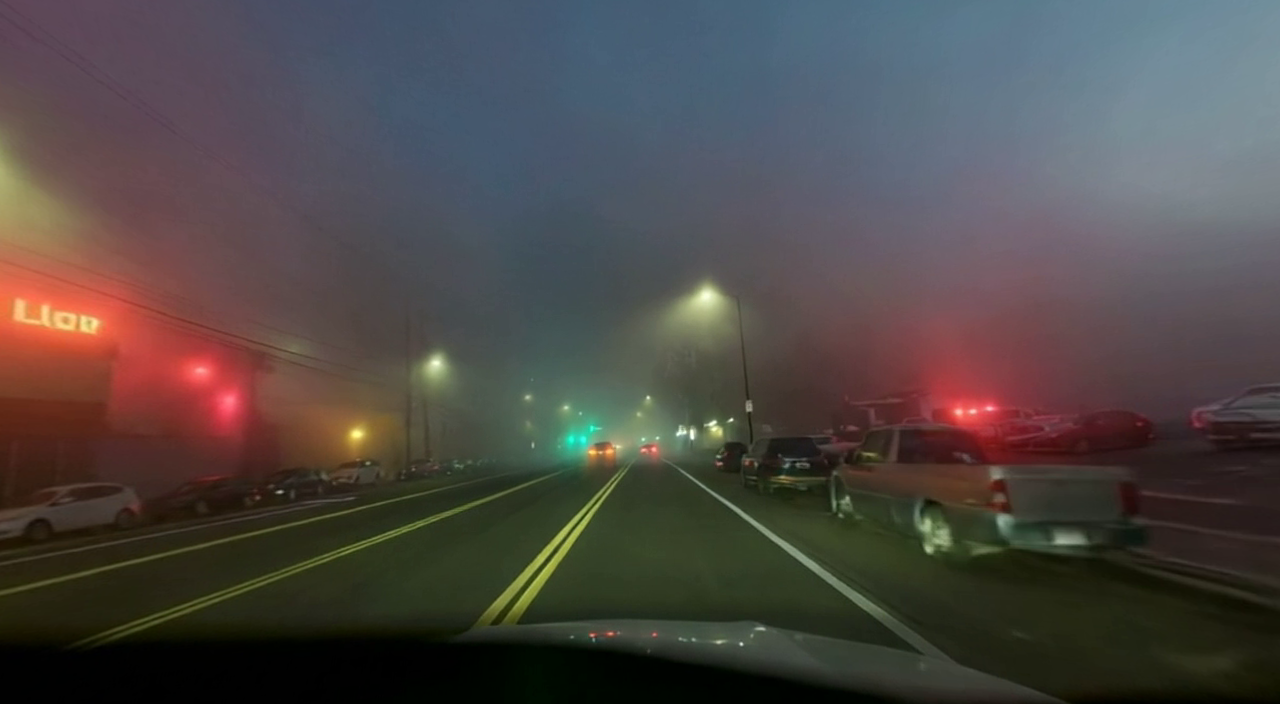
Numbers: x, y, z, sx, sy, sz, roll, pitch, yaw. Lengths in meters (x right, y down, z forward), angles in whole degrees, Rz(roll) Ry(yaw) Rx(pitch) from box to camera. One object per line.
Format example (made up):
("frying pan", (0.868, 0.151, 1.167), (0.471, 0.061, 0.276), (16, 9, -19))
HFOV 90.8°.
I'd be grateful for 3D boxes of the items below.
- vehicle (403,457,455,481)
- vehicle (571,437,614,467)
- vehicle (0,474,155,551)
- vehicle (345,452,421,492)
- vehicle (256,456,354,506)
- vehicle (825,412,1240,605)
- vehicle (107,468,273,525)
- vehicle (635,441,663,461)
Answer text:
("vehicle", (-14.811, 8.206, 44.599), (2.049, 1.496, 4.338), (-1, -8, 1))
("vehicle", (-3.056, 6.563, 41.578), (2.348, 1.831, 4.737), (0, -8, 1))
("vehicle", (-15.171, 3.979, 16.021), (1.883, 1.493, 4.880), (-1, -8, 0))
("vehicle", (-15.102, 7.013, 37.456), (2.124, 1.835, 5.450), (-6, -8, 0))
("vehicle", (-15.102, 5.795, 28.788), (2.020, 1.695, 4.629), (-7, -8, -2))
("vehicle", (3.788, 1.577, 7.339), (1.839, 1.505, 4.566), (0, -8, -1))
("vehicle", (-15.255, 4.889, 21.864), (2.076, 1.518, 4.981), (-1, -8, 0))
("vehicle", (0.672, 7.745, 49.341), (2.099, 1.470, 4.270), (0, -8, 0))
